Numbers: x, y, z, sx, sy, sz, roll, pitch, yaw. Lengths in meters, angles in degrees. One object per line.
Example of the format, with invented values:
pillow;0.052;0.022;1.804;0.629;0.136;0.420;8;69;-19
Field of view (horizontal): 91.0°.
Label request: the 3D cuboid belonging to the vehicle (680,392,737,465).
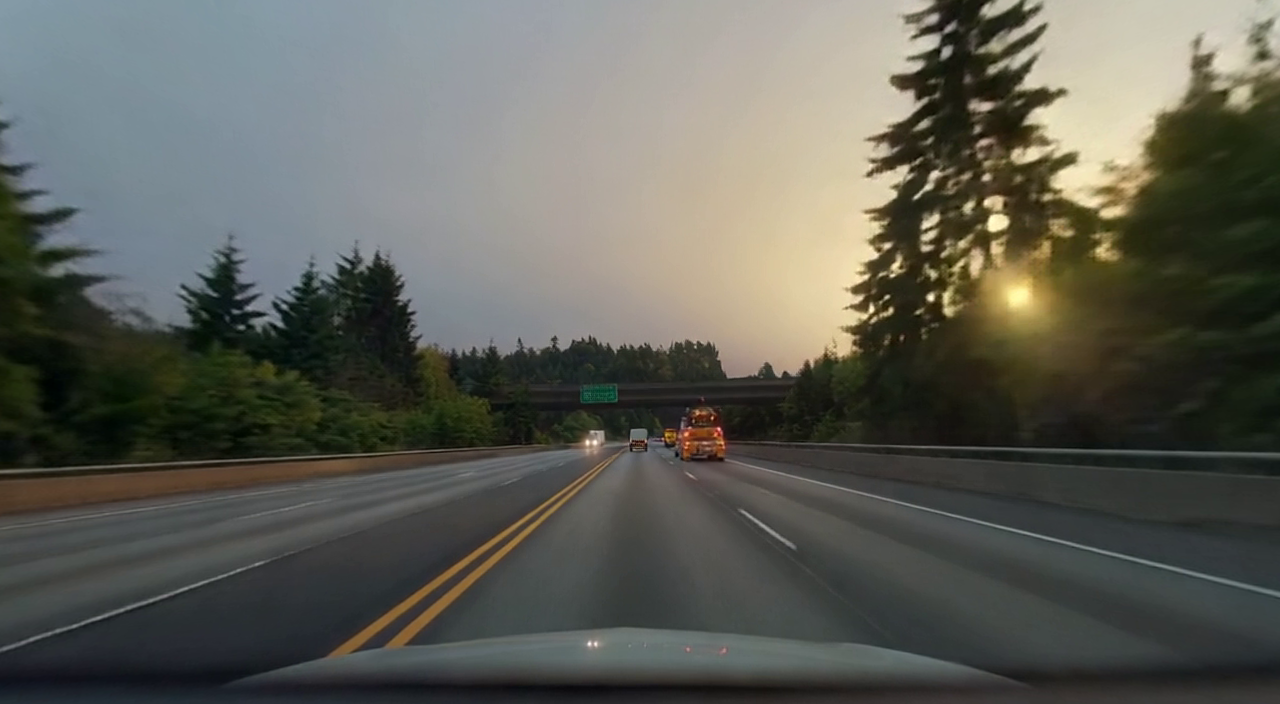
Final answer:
vehicle;4.233;4.866;40.036;2.875;4.206;4.999;-2;-7;-1
